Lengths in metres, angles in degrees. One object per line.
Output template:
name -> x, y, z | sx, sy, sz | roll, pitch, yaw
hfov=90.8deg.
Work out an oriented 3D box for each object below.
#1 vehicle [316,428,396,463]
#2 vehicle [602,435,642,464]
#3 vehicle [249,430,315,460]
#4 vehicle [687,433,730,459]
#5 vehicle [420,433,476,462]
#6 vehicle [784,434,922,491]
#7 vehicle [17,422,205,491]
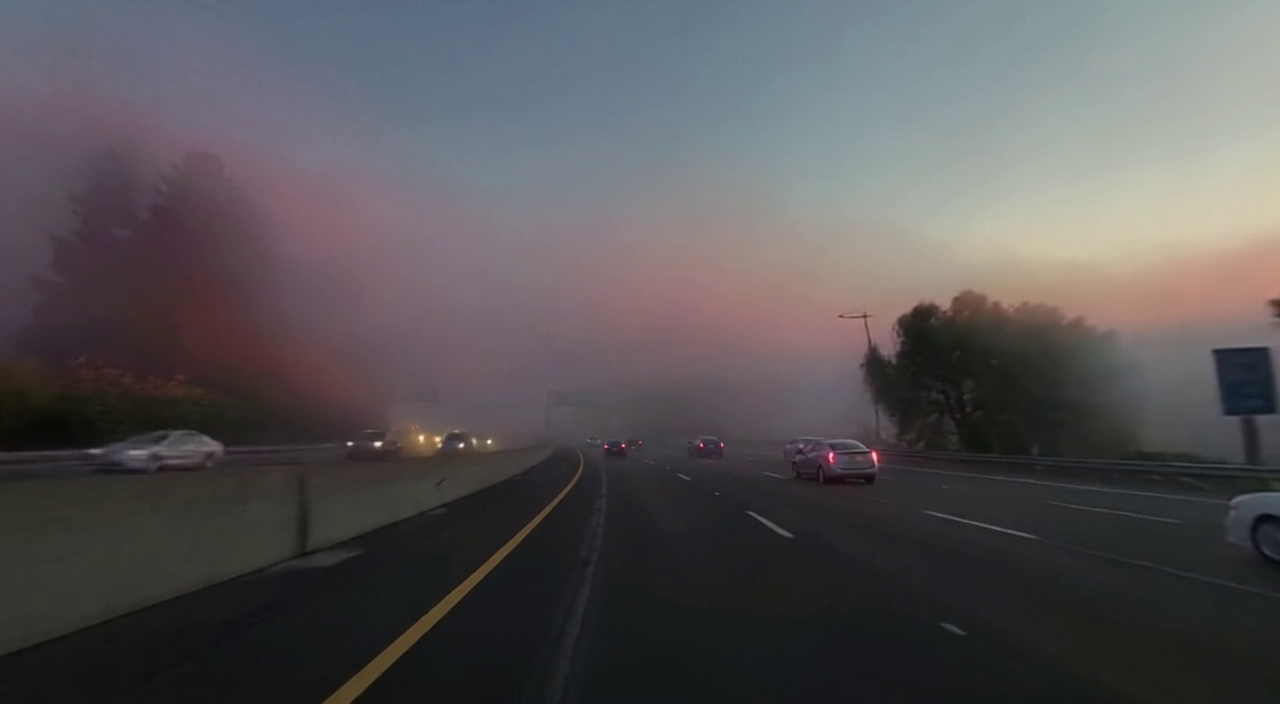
vehicle -> -16.065, 5.344, 36.091 | 2.345, 1.818, 5.149 | 0, -9, -2
vehicle -> -1.076, 5.586, 36.275 | 2.090, 1.510, 4.280 | 1, -9, -4
vehicle -> -23.190, 6.086, 41.127 | 1.970, 1.823, 4.503 | 1, -9, -6
vehicle -> 4.472, 6.245, 42.089 | 2.094, 1.652, 3.955 | 1, -9, -5
vehicle -> -10.449, 5.254, 34.707 | 1.900, 1.491, 4.406 | 0, -9, -3
vehicle -> 6.239, 3.315, 19.282 | 2.196, 1.494, 4.735 | 1, -9, -5
vehicle -> -14.478, 2.891, 17.657 | 1.912, 1.685, 3.901 | 0, -9, -3
